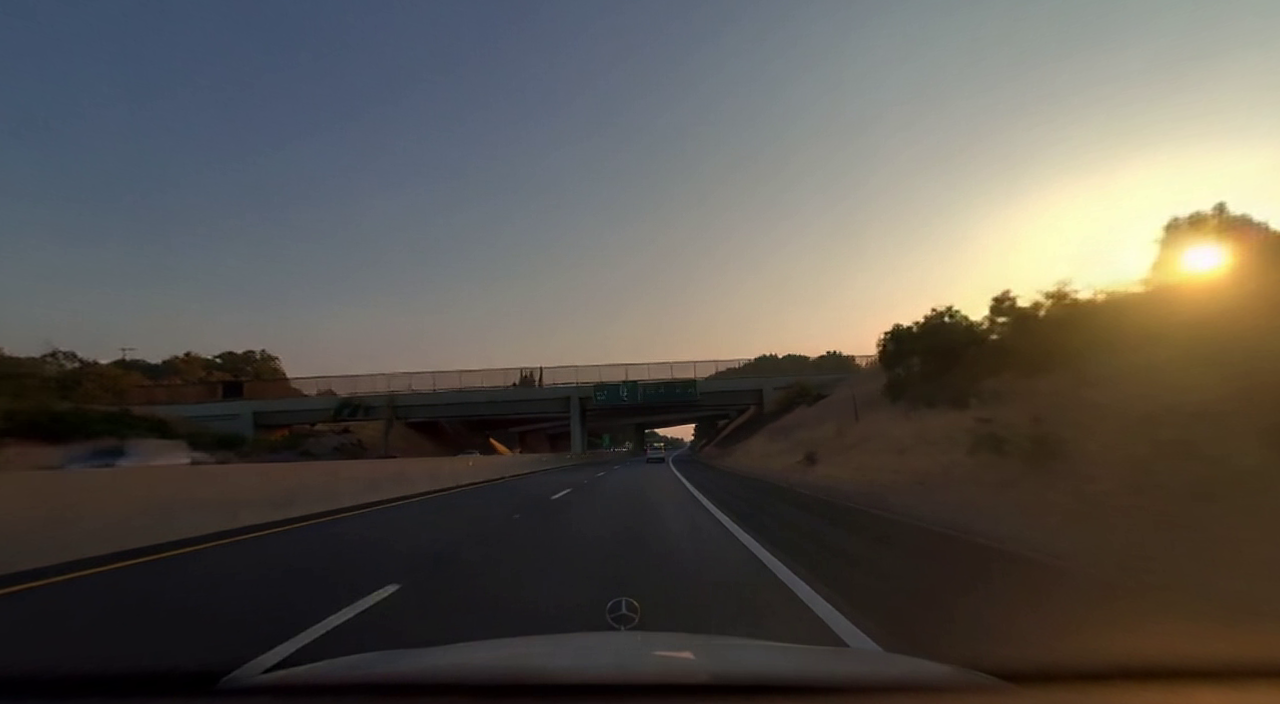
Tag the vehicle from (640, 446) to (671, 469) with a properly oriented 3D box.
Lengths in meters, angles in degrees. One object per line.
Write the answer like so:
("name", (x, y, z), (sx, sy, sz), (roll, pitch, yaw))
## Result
("vehicle", (1.205, 7.862, 47.220), (2.221, 1.603, 4.149), (-1, -9, 2))
